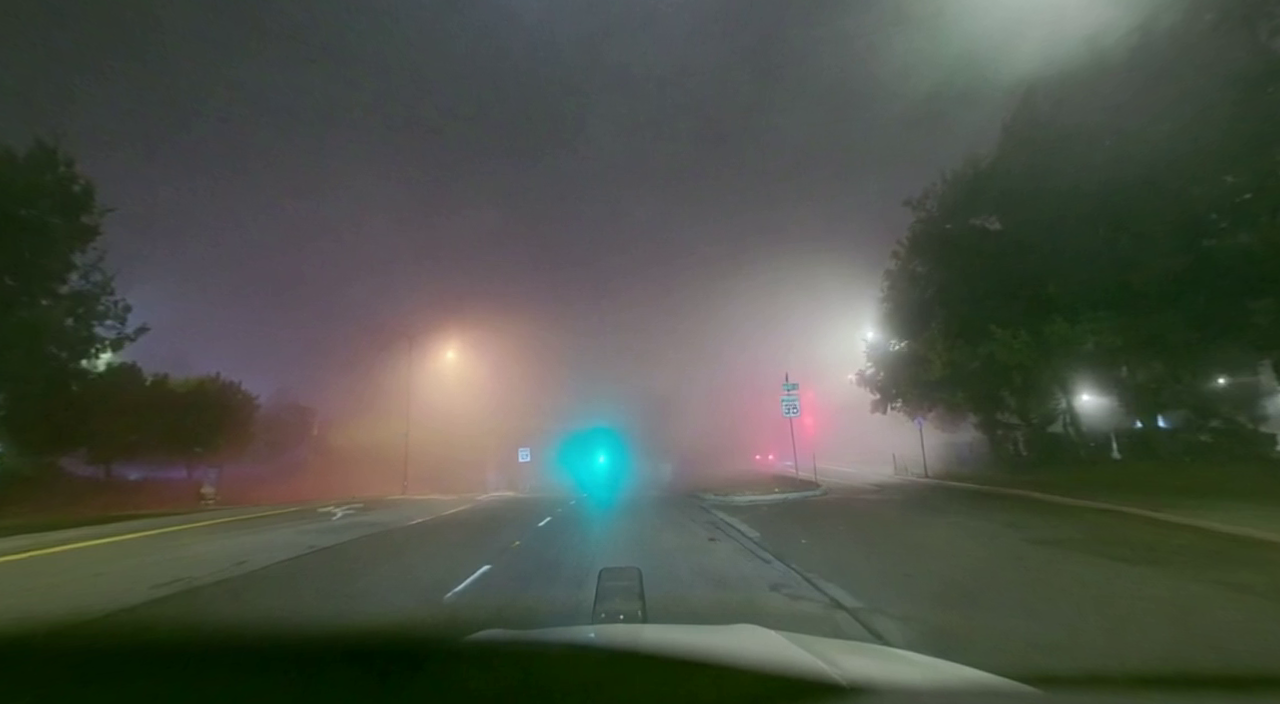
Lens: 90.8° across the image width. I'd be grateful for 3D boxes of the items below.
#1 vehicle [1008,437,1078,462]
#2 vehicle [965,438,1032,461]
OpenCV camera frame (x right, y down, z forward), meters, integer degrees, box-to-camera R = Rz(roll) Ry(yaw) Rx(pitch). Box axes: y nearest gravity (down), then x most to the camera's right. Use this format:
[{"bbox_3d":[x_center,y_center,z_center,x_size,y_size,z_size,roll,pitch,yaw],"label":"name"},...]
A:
[{"bbox_3d":[27.263,6.580,42.883,1.901,1.525,3.948,0,-7,-4],"label":"vehicle"},{"bbox_3d":[24.545,6.686,43.407,1.931,1.465,4.207,1,-9,-4],"label":"vehicle"}]
